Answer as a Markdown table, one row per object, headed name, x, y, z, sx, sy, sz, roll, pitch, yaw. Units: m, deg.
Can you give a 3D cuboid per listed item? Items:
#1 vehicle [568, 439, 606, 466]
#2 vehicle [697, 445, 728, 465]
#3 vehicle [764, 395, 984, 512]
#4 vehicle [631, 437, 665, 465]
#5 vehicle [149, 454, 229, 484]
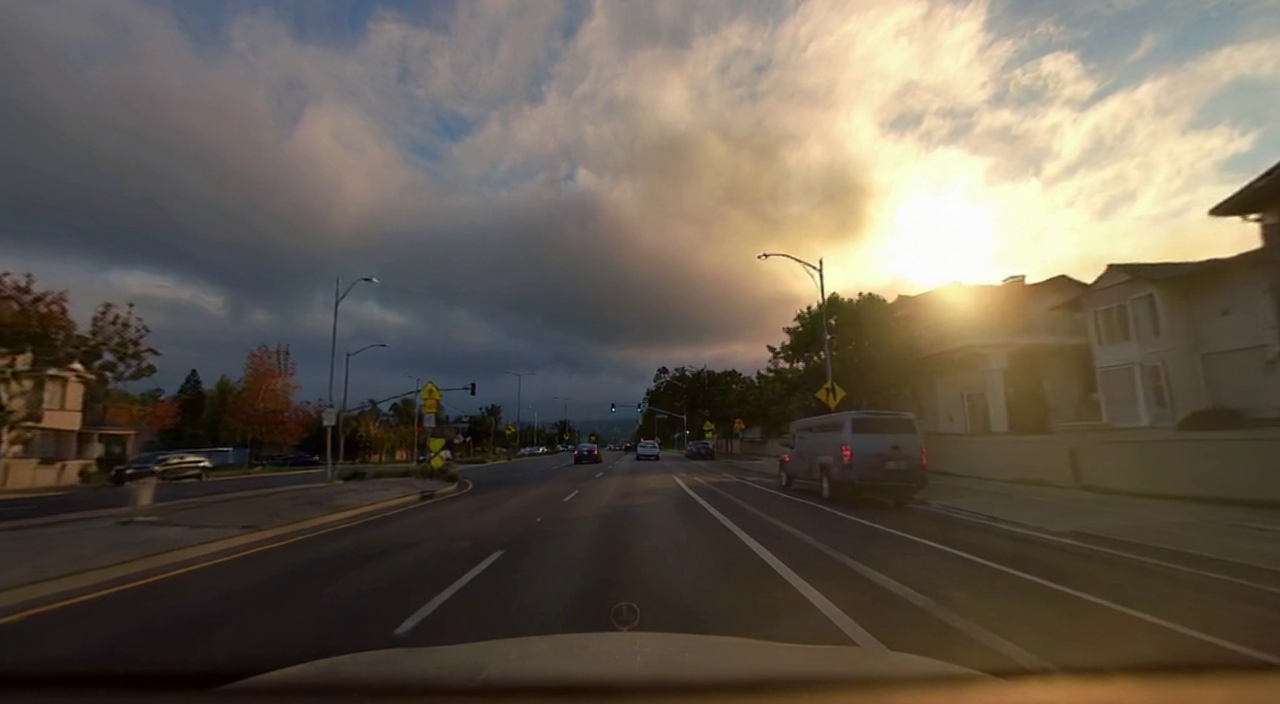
| name | x | y | z | sx | sy | sz | roll | pitch | yaw |
| --- | --- | --- | --- | --- | --- | --- | --- | --- | --- |
| vehicle | -3.703 | 7.102 | 44.852 | 2.233 | 1.775 | 4.491 | 0 | -8 | 0 |
| vehicle | 5.633 | 8.073 | 49.747 | 1.836 | 1.442 | 4.247 | 0 | -8 | -1 |
| vehicle | 5.477 | 2.620 | 16.701 | 2.763 | 2.329 | 7.864 | 0 | -8 | 0 |
| vehicle | 0.498 | 7.072 | 45.166 | 2.273 | 1.851 | 5.075 | 0 | -8 | -1 |
| vehicle | -25.925 | 6.711 | 36.480 | 1.796 | 1.511 | 3.879 | 0 | -8 | -1 |
